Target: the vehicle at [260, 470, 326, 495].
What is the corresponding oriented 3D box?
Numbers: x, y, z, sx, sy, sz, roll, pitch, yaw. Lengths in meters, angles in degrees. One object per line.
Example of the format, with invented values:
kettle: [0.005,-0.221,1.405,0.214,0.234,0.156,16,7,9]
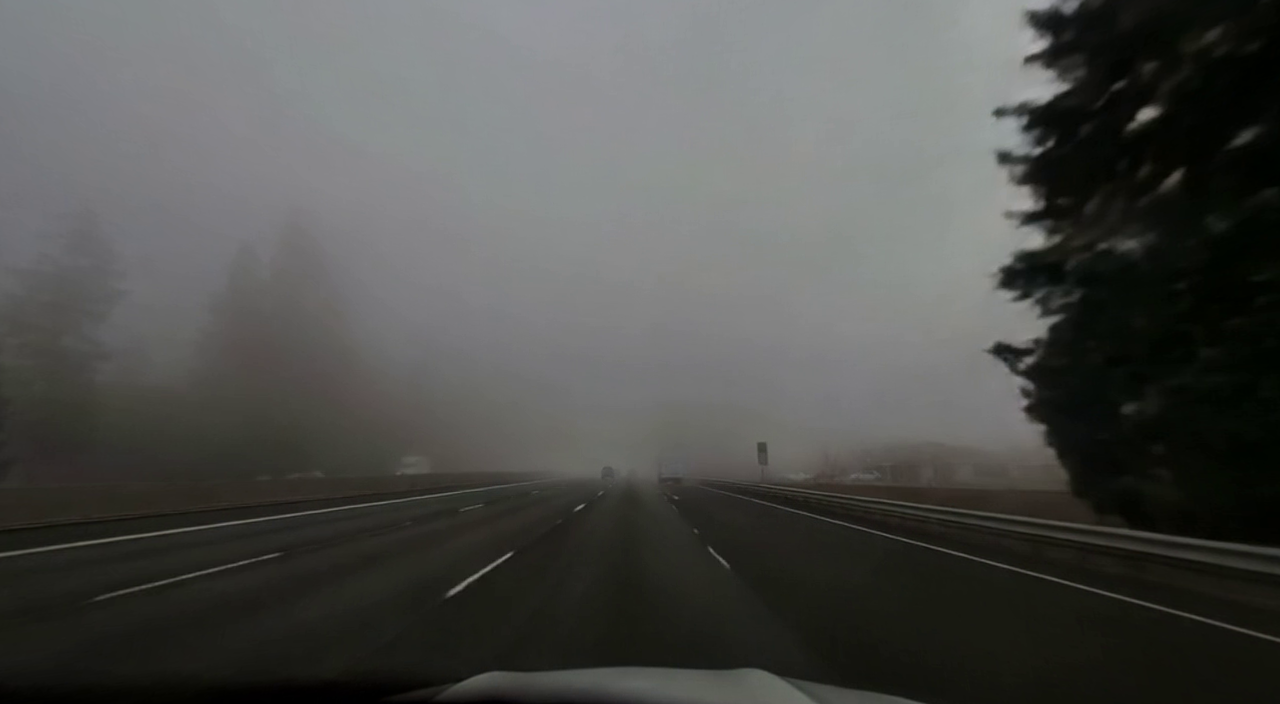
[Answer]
vehicle: [-23.082,8.691,42.138,1.841,1.467,4.535,1,-10,0]
